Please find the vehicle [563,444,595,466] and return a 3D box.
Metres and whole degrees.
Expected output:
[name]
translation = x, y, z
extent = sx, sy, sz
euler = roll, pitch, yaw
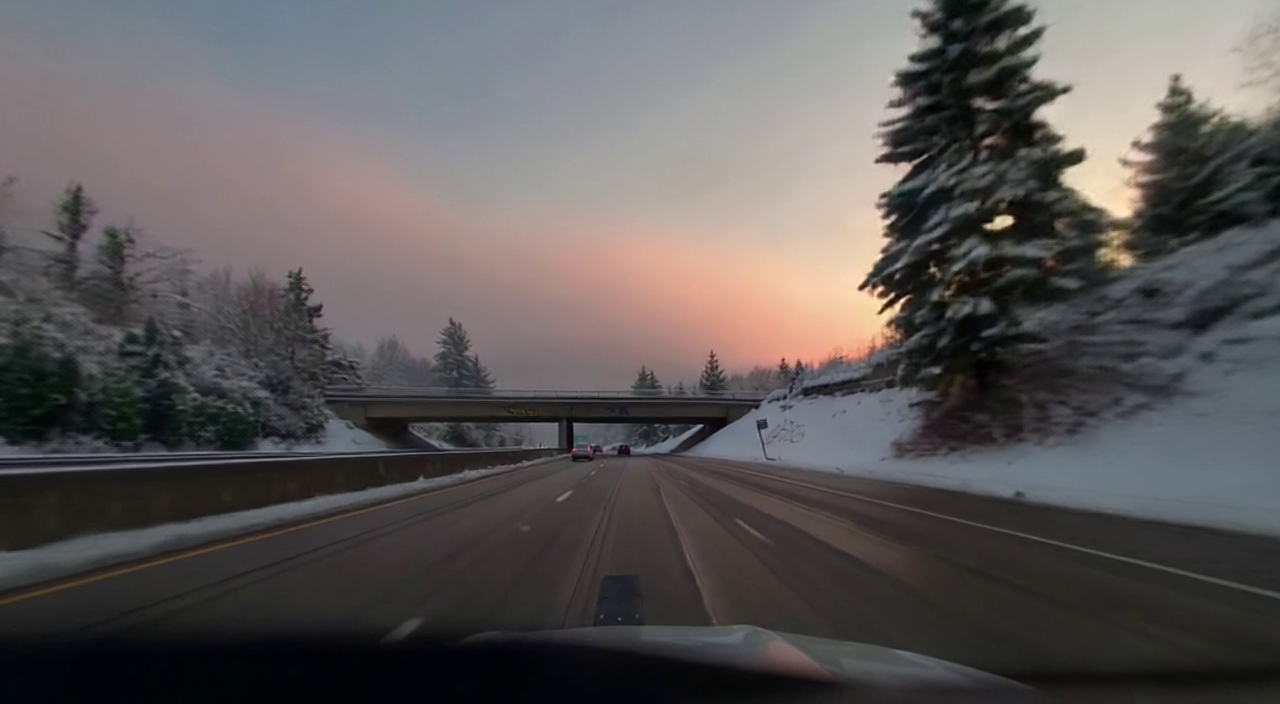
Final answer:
[vehicle]
translation = -4.211, 7.179, 43.917
extent = 1.871, 1.459, 3.771
euler = 0, -9, -1
